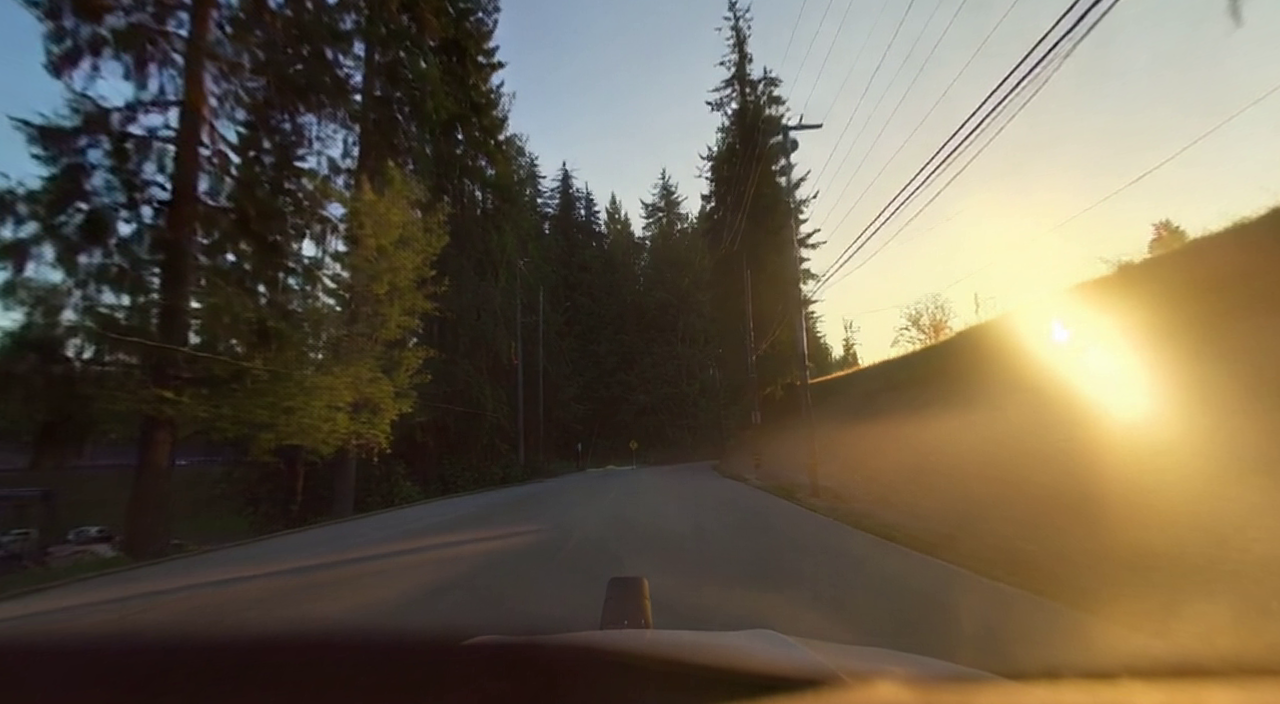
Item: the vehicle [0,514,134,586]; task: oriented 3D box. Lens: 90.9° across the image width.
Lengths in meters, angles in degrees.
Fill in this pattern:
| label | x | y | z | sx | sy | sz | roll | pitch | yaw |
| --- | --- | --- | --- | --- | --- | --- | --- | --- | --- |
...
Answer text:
| label | x | y | z | sx | sy | sz | roll | pitch | yaw |
| --- | --- | --- | --- | --- | --- | --- | --- | --- | --- |
| vehicle | -18.926 | 6.231 | 20.082 | 4.018 | 1.791 | 1.978 | -1 | -7 | 7 |
